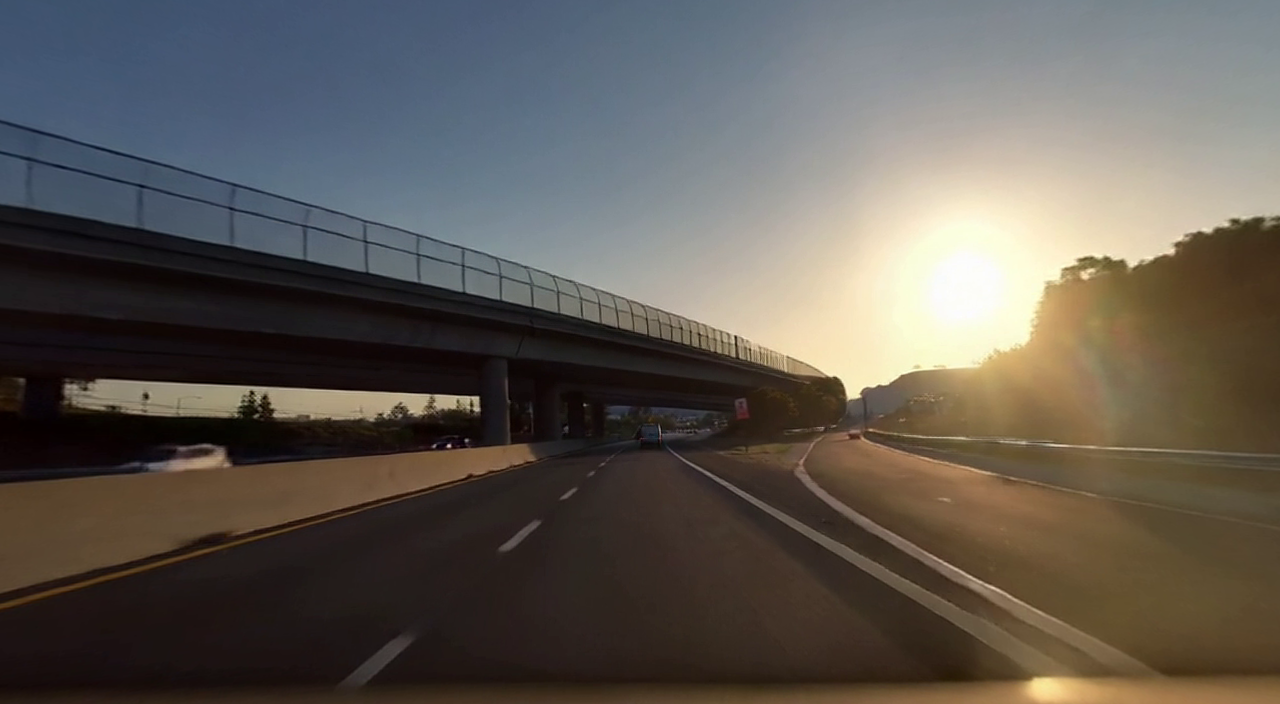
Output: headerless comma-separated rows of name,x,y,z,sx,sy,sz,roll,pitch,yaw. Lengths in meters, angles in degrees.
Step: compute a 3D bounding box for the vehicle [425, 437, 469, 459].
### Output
vehicle,-13.746,6.828,44.979,1.828,1.495,4.024,0,-8,1
